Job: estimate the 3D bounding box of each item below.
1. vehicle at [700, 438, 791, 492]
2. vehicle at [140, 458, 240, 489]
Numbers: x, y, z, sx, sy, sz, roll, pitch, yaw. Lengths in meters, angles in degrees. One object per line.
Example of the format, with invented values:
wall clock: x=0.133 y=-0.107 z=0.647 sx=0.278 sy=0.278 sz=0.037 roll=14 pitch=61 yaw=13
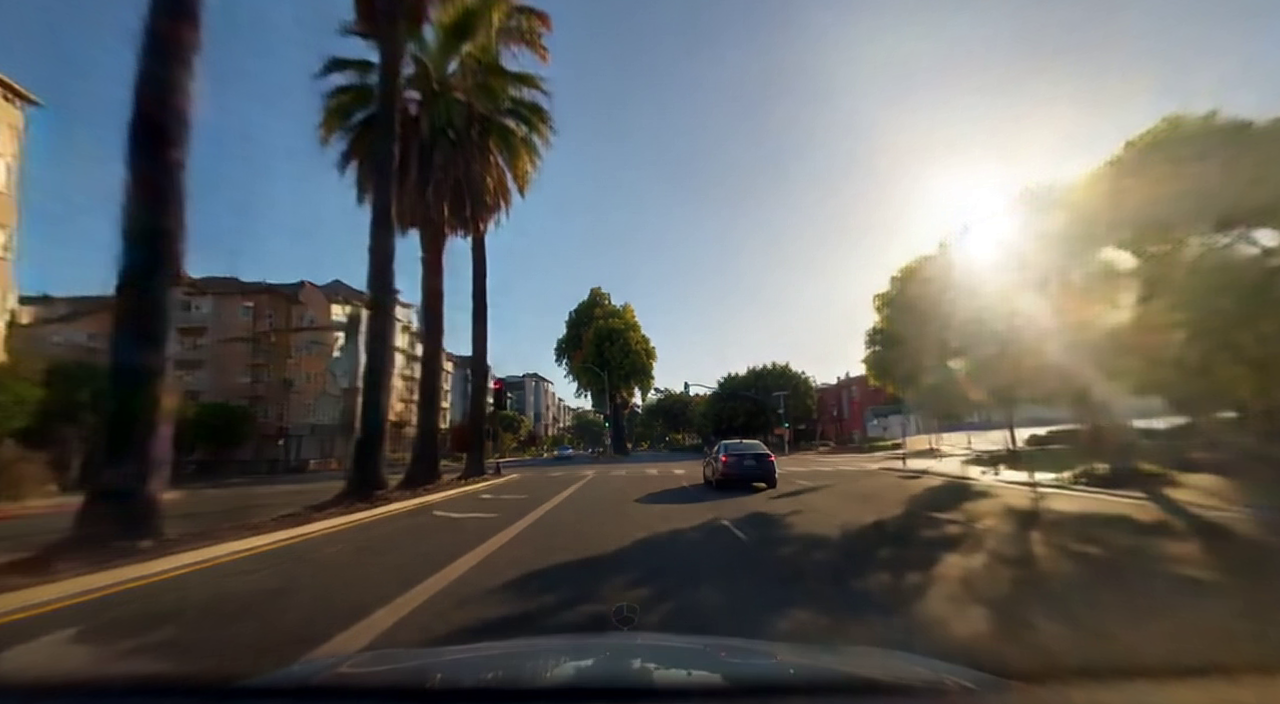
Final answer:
vehicle: x=3.106 y=3.434 z=19.564 sx=1.964 sy=1.448 sz=4.295 roll=0 pitch=-8 yaw=-1
vehicle: x=-26.778 y=7.218 z=37.669 sx=4.558 sy=1.718 sz=2.151 roll=-1 pitch=-8 yaw=9
